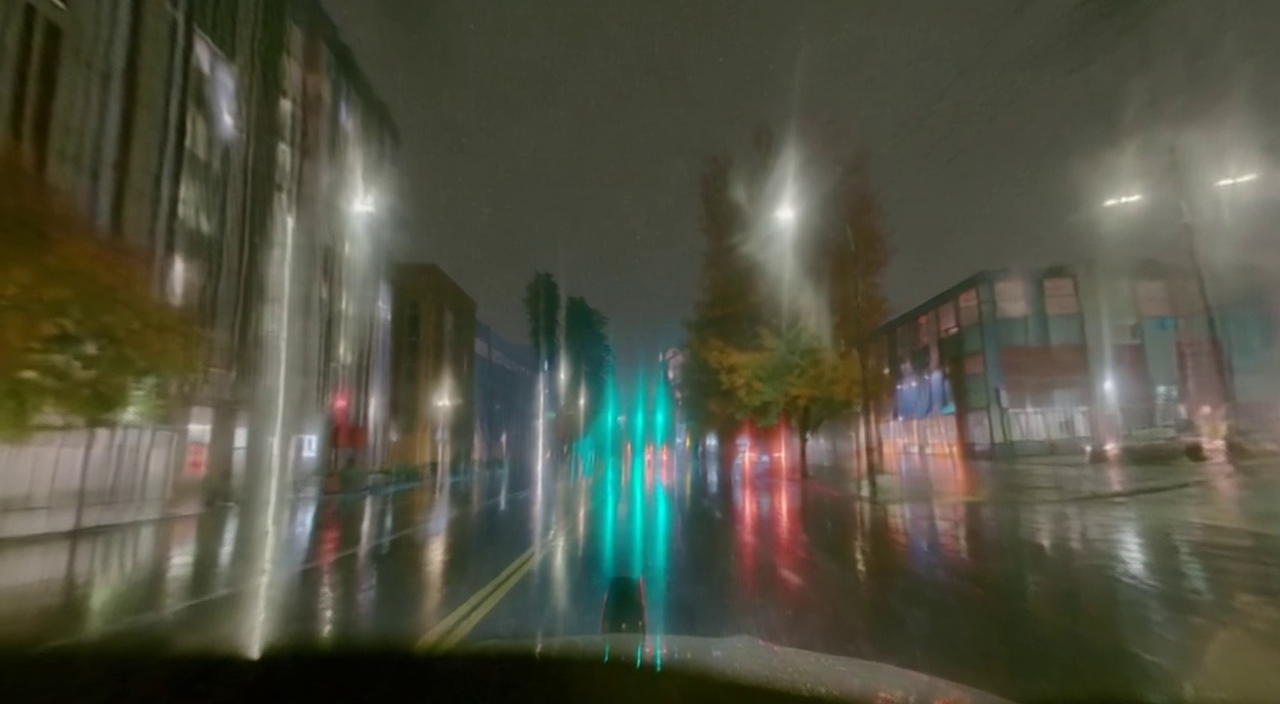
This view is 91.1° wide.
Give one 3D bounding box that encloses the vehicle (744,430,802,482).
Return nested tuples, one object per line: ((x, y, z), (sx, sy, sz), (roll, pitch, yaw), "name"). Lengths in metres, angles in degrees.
((6.631, 5.218, 31.647), (2.021, 2.433, 3.088), (0, -8, -4), "vehicle")

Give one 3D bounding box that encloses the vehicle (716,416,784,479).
((6.193, 5.522, 36.392), (2.750, 3.269, 6.333), (0, -9, 0), "vehicle")
